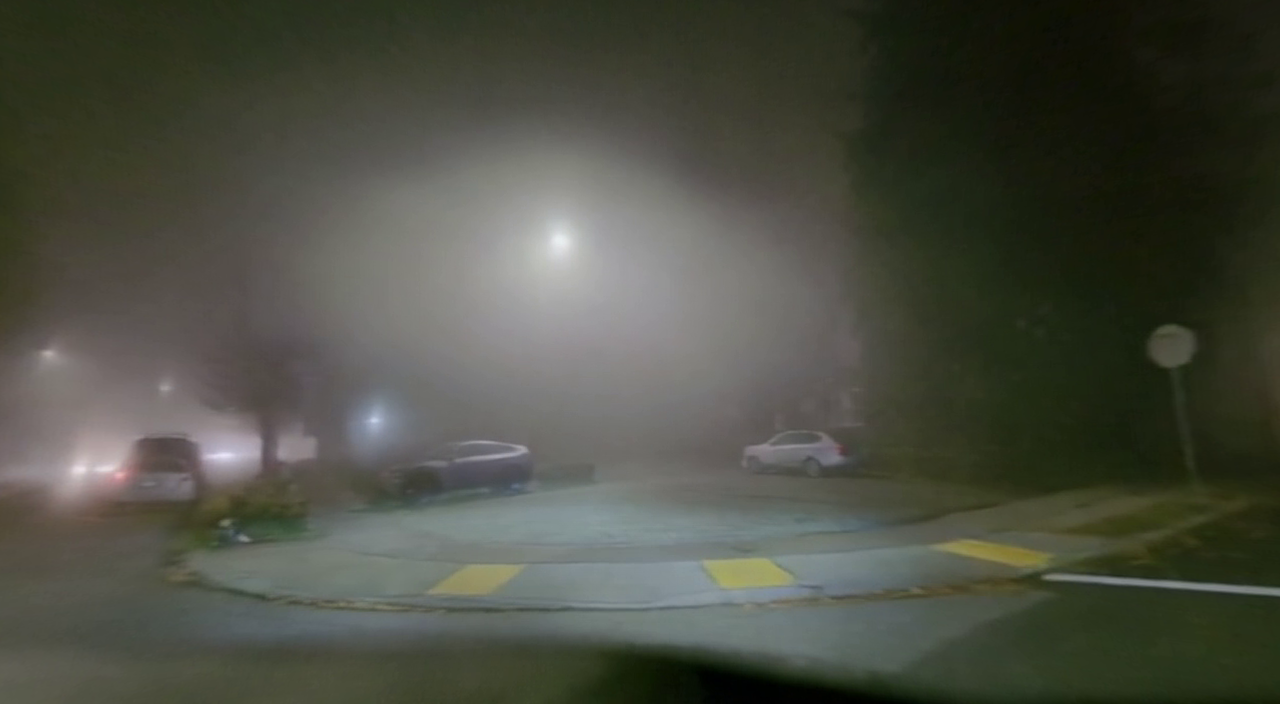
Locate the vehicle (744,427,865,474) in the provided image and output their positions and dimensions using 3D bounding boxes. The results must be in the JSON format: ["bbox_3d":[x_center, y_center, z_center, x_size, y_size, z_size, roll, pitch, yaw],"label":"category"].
[{"bbox_3d":[5.694,3.369,21.628,3.896,1.447,1.919,6,-9,-34],"label":"vehicle"}]

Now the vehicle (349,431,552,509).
[{"bbox_3d":[-4.796,2.920,16.127,4.595,1.620,1.984,3,-9,-33],"label":"vehicle"}]

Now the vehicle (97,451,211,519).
[{"bbox_3d":[-14.042,3.755,18.325,2.242,1.661,4.273,6,-10,-35],"label":"vehicle"}]
